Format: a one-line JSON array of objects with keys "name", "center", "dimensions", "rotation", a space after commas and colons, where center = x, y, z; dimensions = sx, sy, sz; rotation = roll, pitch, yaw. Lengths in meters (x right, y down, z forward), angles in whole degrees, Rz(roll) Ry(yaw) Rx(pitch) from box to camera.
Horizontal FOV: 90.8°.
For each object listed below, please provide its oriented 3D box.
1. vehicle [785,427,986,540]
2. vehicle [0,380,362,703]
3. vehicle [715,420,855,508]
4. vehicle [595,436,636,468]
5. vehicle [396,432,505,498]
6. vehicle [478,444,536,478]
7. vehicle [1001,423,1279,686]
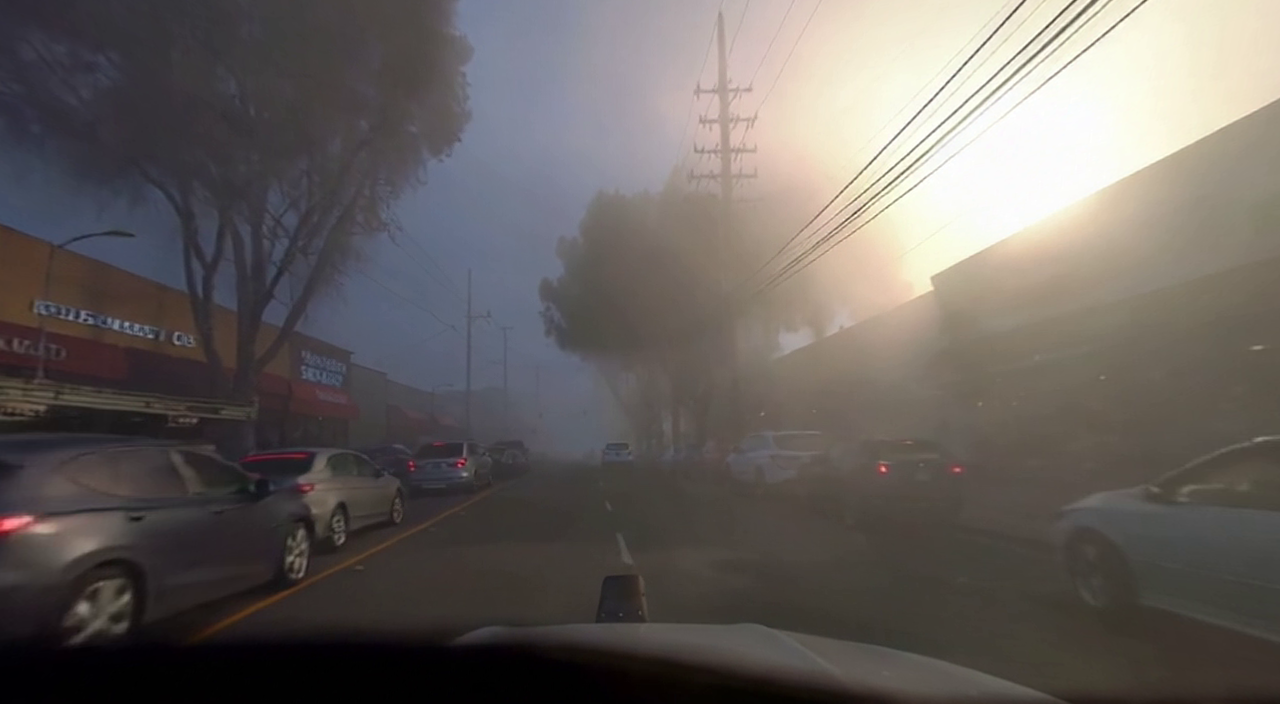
[{"name": "vehicle", "center": [4.267, 2.321, 11.836], "dimensions": [1.882, 1.704, 4.055], "rotation": [1, -8, -4]}, {"name": "vehicle", "center": [-4.550, 1.374, 5.486], "dimensions": [2.343, 1.788, 5.038], "rotation": [1, -8, -5]}, {"name": "vehicle", "center": [3.646, 2.943, 17.134], "dimensions": [2.243, 1.992, 5.087], "rotation": [1, -8, -4]}, {"name": "vehicle", "center": [-1.641, 6.401, 40.624], "dimensions": [2.440, 1.882, 4.611], "rotation": [1, -8, -5]}, {"name": "vehicle", "center": [-5.815, 3.513, 20.140], "dimensions": [2.341, 1.825, 4.924], "rotation": [1, -8, -5]}, {"name": "vehicle", "center": [-6.297, 5.169, 30.409], "dimensions": [2.053, 1.485, 4.540], "rotation": [0, -8, -4]}, {"name": "vehicle", "center": [4.841, 1.249, 4.059], "dimensions": [2.059, 1.550, 4.703], "rotation": [0, -8, -3]}]
